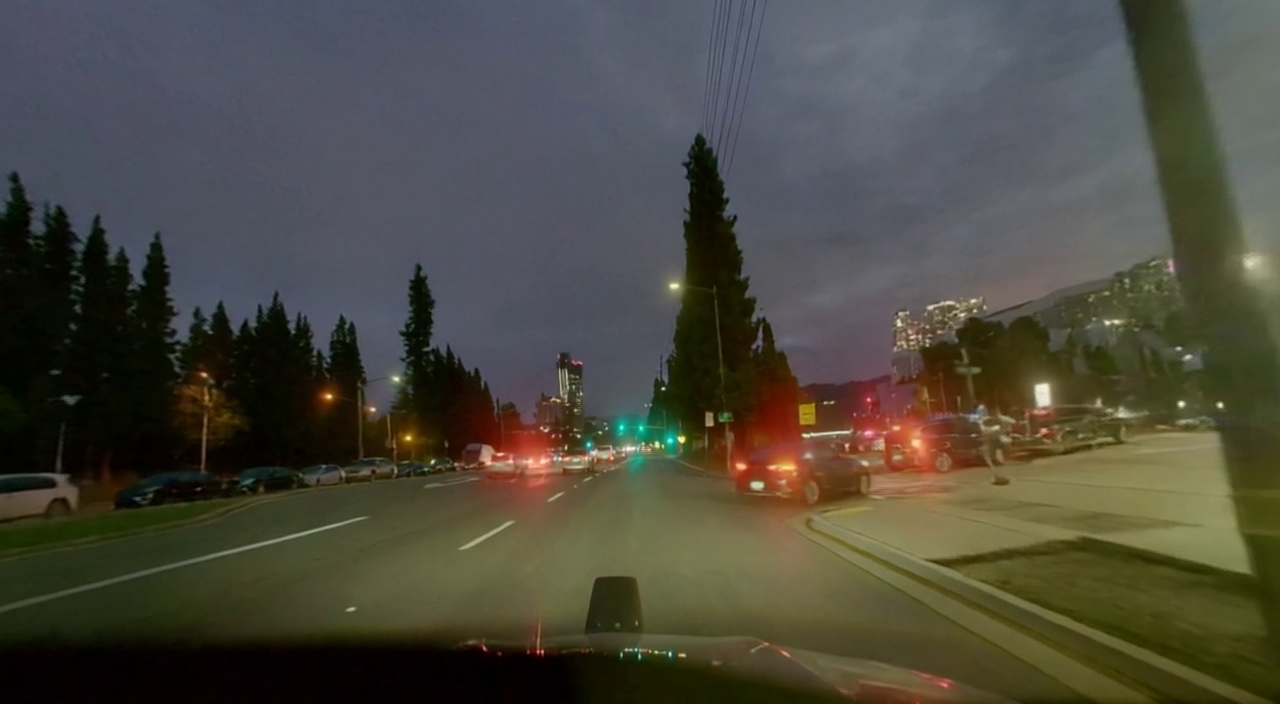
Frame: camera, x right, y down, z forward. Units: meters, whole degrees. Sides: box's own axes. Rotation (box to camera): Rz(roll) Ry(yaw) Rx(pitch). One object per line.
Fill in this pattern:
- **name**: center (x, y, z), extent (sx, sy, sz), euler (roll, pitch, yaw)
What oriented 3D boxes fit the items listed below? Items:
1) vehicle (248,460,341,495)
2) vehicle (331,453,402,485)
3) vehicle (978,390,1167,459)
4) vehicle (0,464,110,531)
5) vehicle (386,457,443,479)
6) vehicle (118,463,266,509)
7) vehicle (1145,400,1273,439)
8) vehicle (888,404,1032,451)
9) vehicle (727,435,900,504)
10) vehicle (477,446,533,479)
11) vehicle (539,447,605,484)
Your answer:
- **vehicle**: center (-16.405, 5.953, 30.266), extent (1.849, 1.472, 4.441), euler (0, -9, 1)
- **vehicle**: center (-16.374, 6.981, 38.082), extent (2.073, 1.749, 4.770), euler (0, -9, 1)
- **vehicle**: center (14.868, 2.593, 21.696), extent (6.193, 2.081, 2.569), euler (4, -10, -27)
- **vehicle**: center (-17.228, 3.869, 16.940), extent (2.084, 1.624, 4.486), euler (0, -9, 1)
- **vehicle**: center (-16.289, 8.383, 45.952), extent (2.162, 1.480, 5.017), euler (0, -9, 1)
- **vehicle**: center (-16.659, 4.989, 23.879), extent (1.981, 1.431, 4.862), euler (0, -9, 1)
- **vehicle**: center (27.425, 3.336, 30.703), extent (1.992, 1.498, 4.667), euler (-5, -9, 4)
- **vehicle**: center (14.233, 3.421, 28.388), extent (5.161, 1.993, 2.293), euler (0, -9, 2)
- **vehicle**: center (4.565, 2.959, 16.323), extent (4.504, 1.513, 2.208), euler (8, -12, -42)
- **vehicle**: center (-7.544, 6.212, 35.747), extent (2.054, 1.744, 4.422), euler (0, -9, 1)
- **vehicle**: center (-2.950, 5.027, 28.379), extent (2.235, 1.500, 4.420), euler (0, -9, 3)
